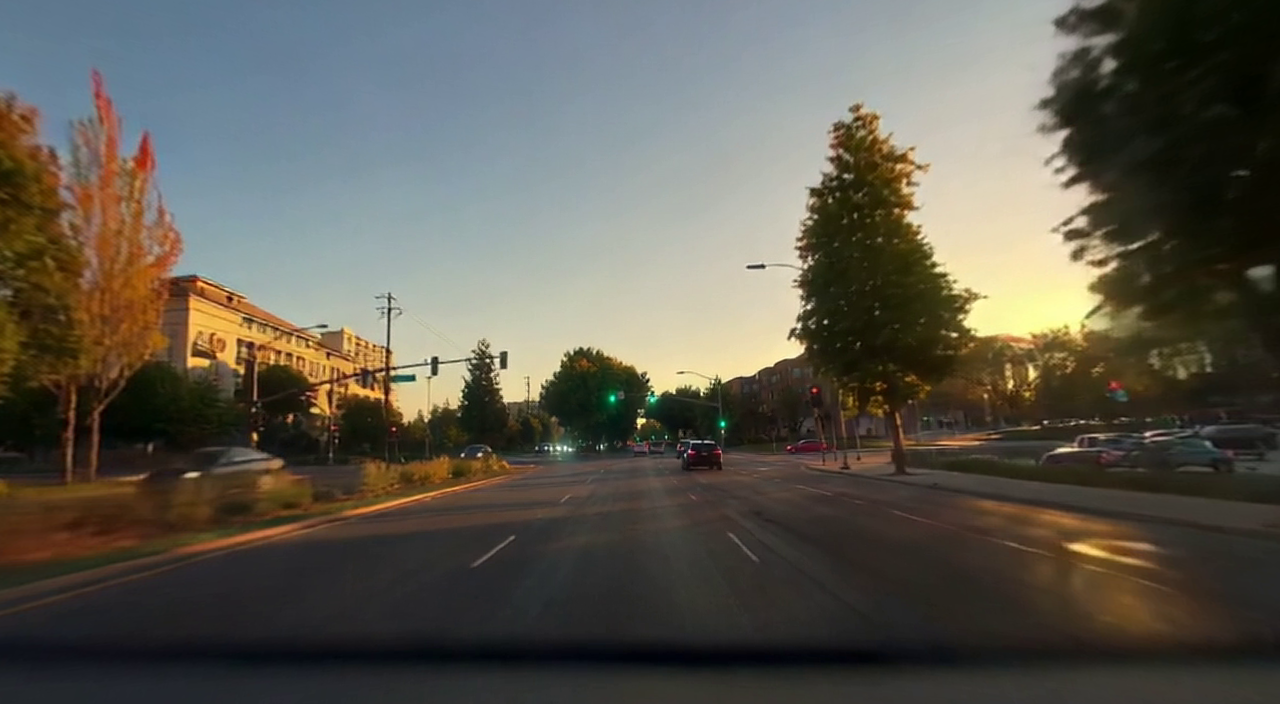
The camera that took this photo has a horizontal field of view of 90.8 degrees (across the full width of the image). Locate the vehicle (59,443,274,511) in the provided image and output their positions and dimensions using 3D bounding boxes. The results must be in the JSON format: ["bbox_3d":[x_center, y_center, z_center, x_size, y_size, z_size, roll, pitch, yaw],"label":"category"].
[{"bbox_3d":[-12.019,3.152,16.580,2.005,1.493,4.682,-1,-8,0],"label":"vehicle"}]

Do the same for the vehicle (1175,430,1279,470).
[{"bbox_3d":[22.622,3.668,23.670,3.536,1.412,1.727,0,-8,-1],"label":"vehicle"}]

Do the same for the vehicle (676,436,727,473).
[{"bbox_3d":[3.098,5.295,32.966,2.069,1.761,4.610,0,-8,-2],"label":"vehicle"}]

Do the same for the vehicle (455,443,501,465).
[{"bbox_3d":[-11.791,7.452,46.290,2.059,1.503,4.483,-1,-8,1],"label":"vehicle"}]

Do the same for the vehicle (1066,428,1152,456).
[{"bbox_3d":[25.464,4.924,34.493,1.828,1.384,3.794,-1,-8,2],"label":"vehicle"}]
